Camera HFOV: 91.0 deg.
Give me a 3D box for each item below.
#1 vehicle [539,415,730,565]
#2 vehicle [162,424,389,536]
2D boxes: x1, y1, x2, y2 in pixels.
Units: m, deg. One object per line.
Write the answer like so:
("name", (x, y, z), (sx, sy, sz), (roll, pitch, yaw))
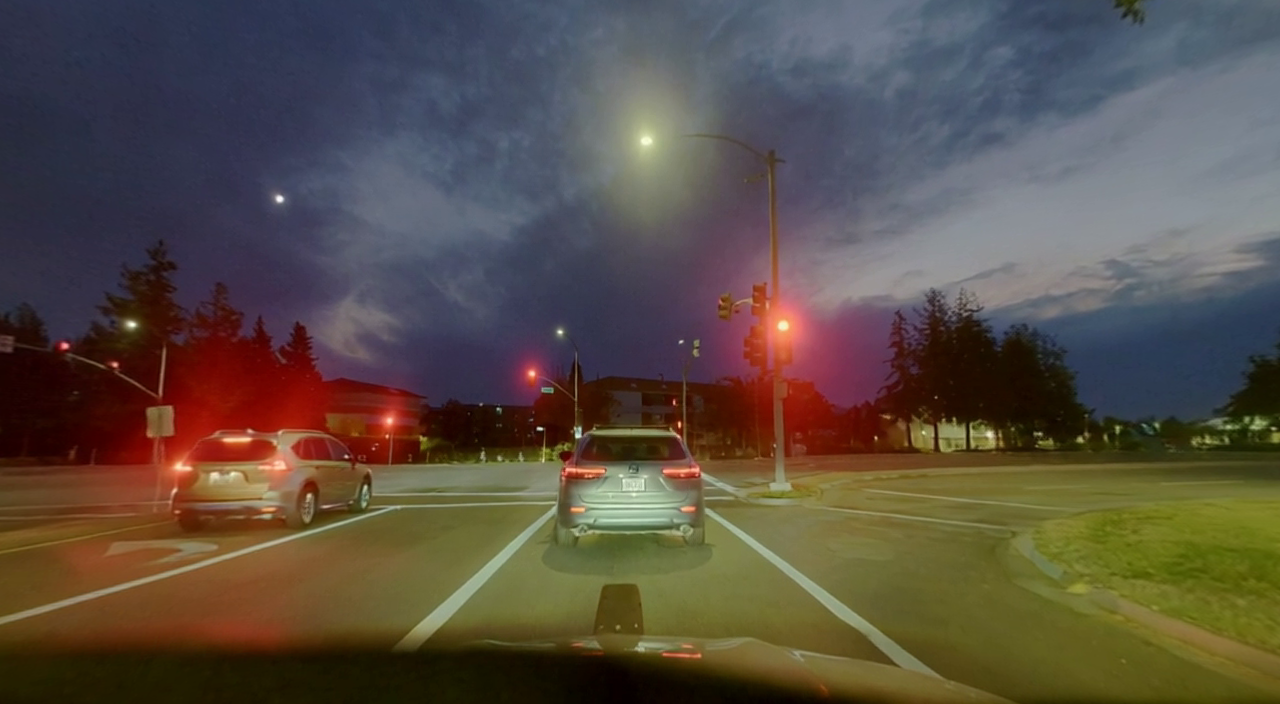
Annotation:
("vehicle", (-0.207, 1.880, 9.278), (2.154, 1.670, 4.140), (1, -9, -4))
("vehicle", (-6.467, 2.289, 11.861), (2.020, 1.695, 4.187), (1, -9, -5))
